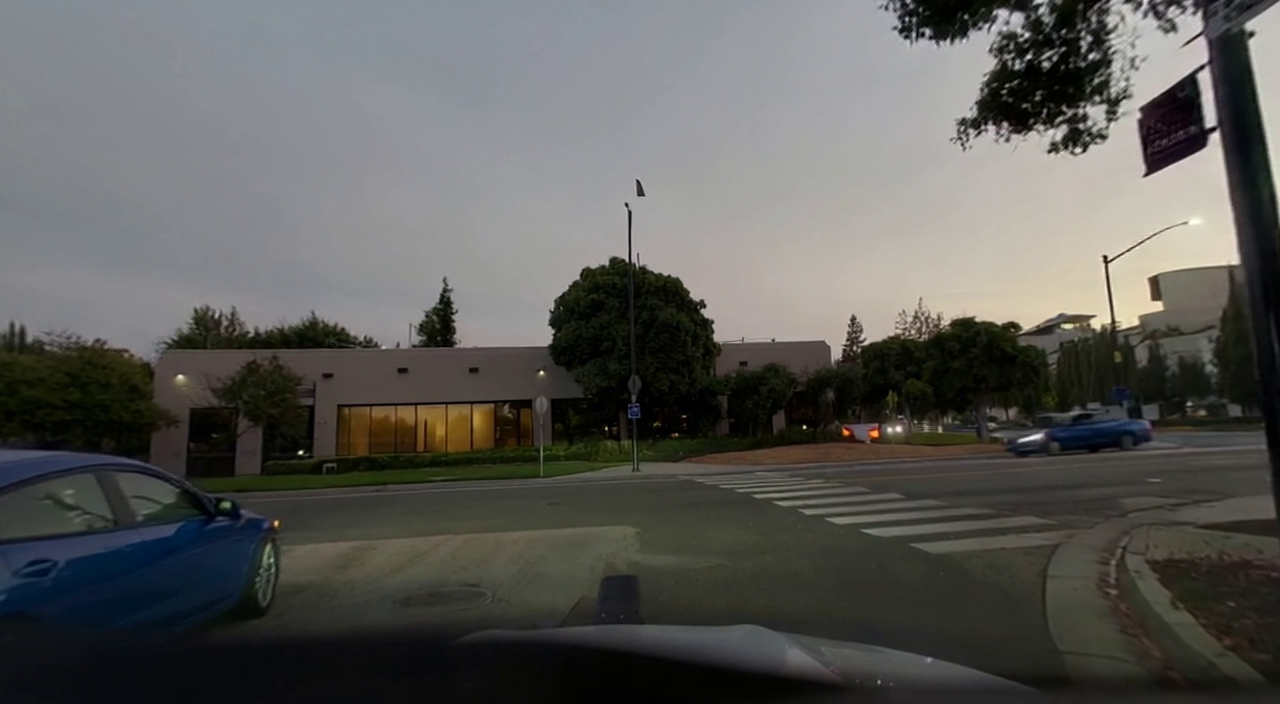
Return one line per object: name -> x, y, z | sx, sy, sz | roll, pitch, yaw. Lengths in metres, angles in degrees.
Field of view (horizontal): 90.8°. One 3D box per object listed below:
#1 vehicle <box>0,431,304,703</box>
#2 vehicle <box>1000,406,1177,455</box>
vehicle -> -3.303, 1.044, 2.486 | 2.069, 1.413, 5.006 | 1, -9, -11
vehicle -> 15.027, 2.664, 21.294 | 4.788, 1.548, 1.965 | 1, -9, -11
